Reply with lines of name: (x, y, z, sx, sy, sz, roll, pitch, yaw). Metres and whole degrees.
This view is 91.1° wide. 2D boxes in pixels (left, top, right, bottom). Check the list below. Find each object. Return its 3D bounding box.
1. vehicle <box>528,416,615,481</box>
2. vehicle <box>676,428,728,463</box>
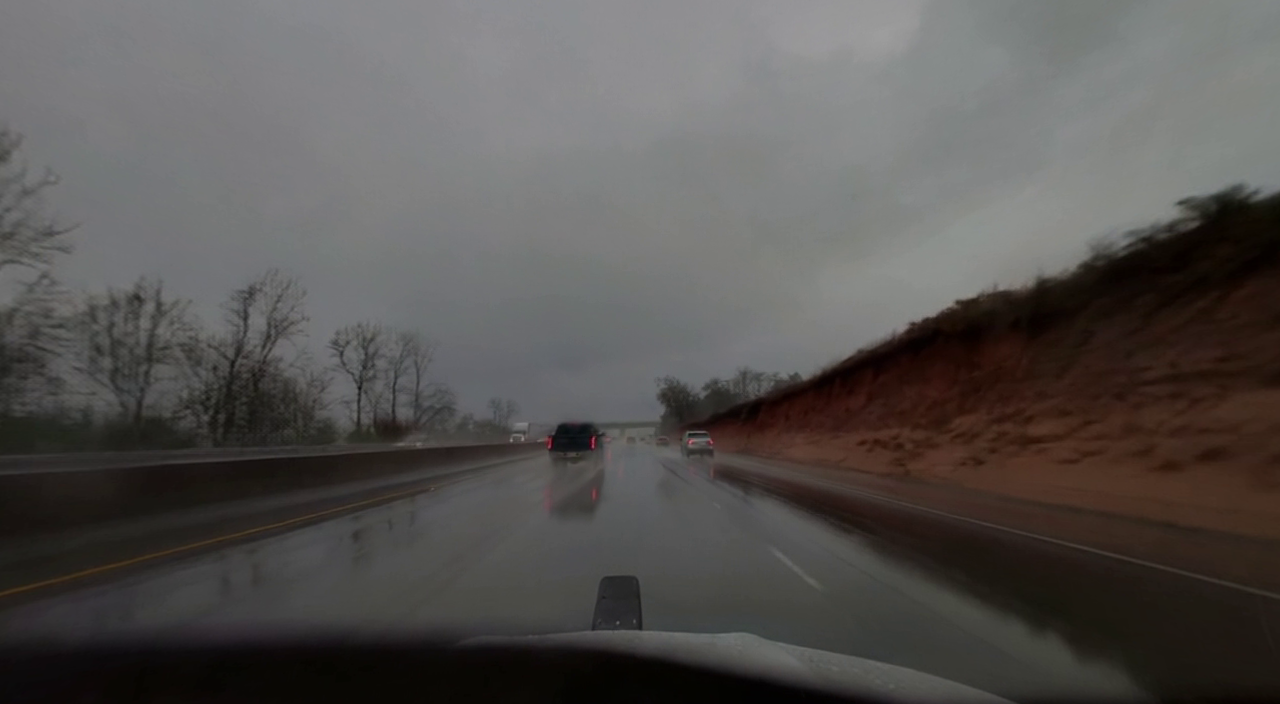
vehicle: (-1.970, 2.963, 19.642, 2.185, 1.772, 4.656, 0, -8, 0)
vehicle: (3.134, 4.838, 32.828, 2.124, 1.696, 4.173, 0, -8, -3)
